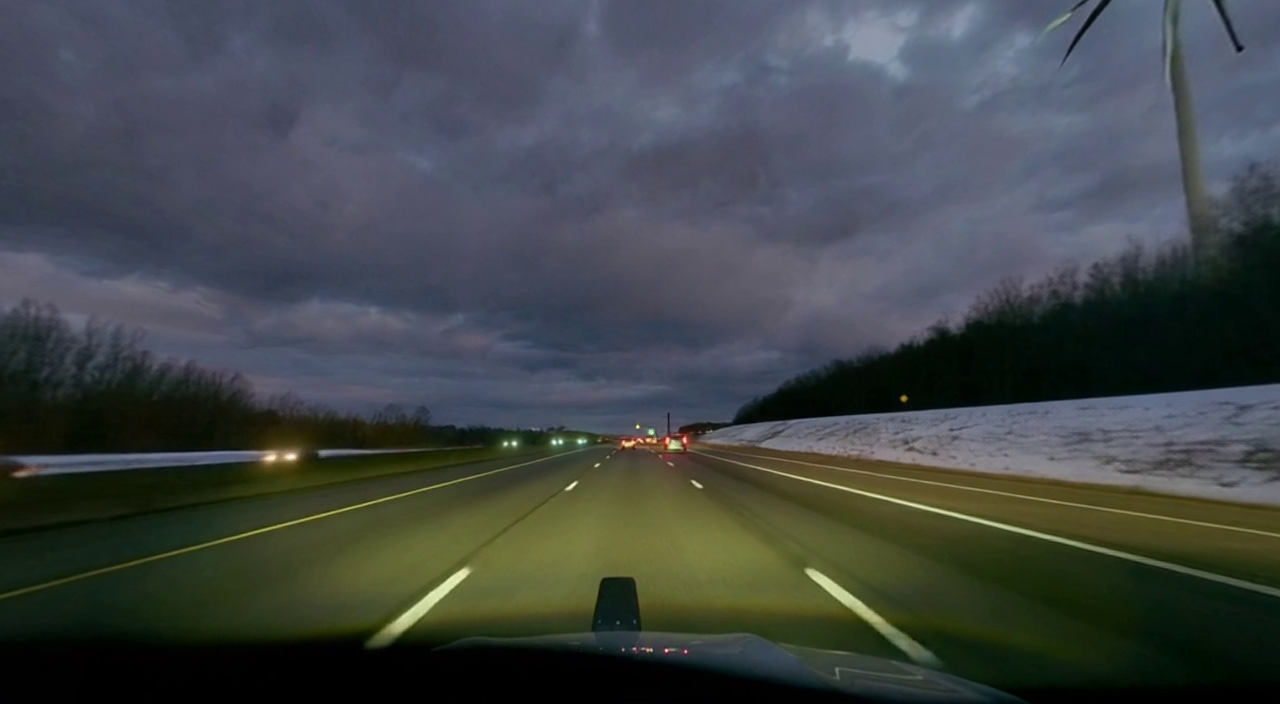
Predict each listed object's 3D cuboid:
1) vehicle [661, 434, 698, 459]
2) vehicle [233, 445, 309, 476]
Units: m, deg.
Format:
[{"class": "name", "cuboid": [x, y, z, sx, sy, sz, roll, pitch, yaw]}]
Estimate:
[{"class": "vehicle", "cuboid": [2.613, 6.295, 42.153, 2.041, 1.551, 3.974, 0, -8, -3]}, {"class": "vehicle", "cuboid": [-20.154, 5.904, 34.526, 1.821, 1.503, 3.978, 0, -8, -1]}]
